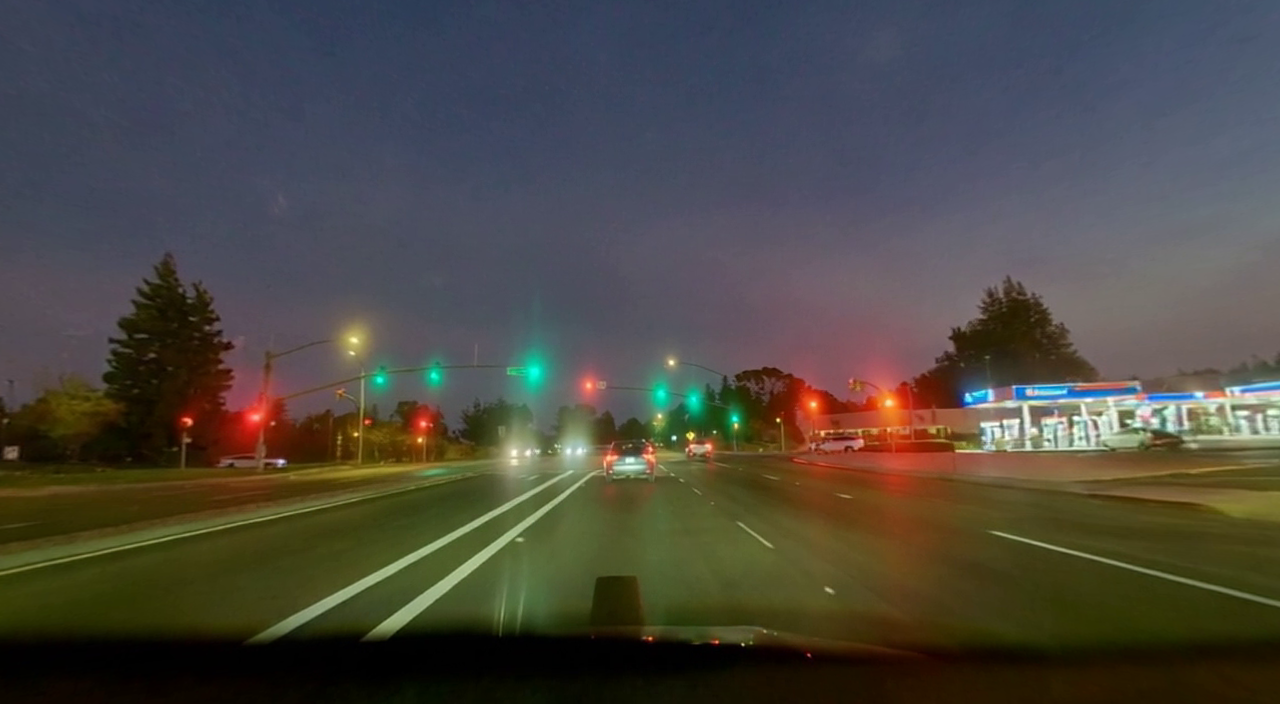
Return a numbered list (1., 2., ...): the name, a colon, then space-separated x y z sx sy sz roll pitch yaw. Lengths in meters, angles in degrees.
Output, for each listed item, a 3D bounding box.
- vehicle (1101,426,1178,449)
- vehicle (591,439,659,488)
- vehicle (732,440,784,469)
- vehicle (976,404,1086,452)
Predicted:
1. vehicle: 37.571 6.501 47.674 1.879 1.650 4.496 1 -9 -5
2. vehicle: -0.453 3.615 20.811 2.040 1.451 3.736 0 -9 0
3. vehicle: 6.308 5.549 34.326 1.890 1.489 4.396 0 -9 -1
4. vehicle: 28.981 5.799 47.365 2.940 3.265 7.968 0 -9 -1
